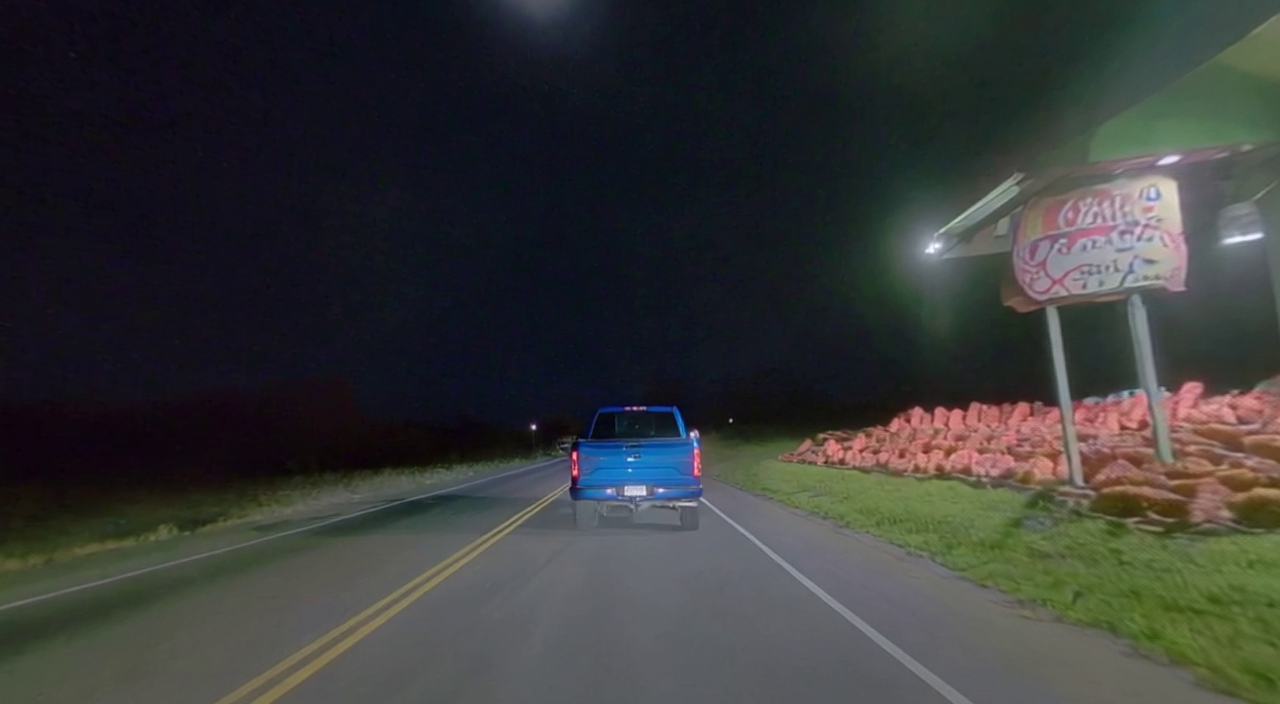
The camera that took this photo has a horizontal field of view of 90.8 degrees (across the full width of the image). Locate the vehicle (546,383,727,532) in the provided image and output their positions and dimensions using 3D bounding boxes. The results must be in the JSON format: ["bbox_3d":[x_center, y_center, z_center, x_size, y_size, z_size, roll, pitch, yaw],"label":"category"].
[{"bbox_3d":[-0.118,2.003,12.443,2.693,2.223,5.885,0,-8,-1],"label":"vehicle"}]
